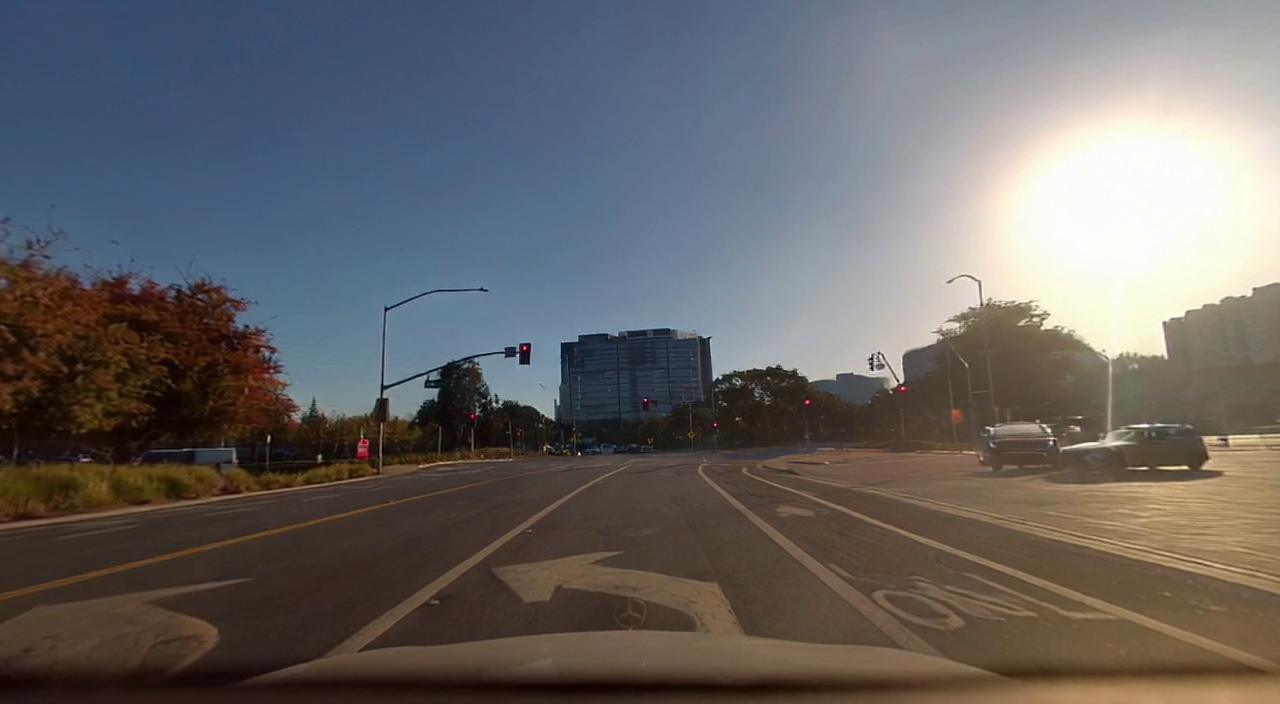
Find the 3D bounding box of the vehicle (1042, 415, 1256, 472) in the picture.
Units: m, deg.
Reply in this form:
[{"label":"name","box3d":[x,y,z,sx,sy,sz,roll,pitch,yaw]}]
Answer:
[{"label":"vehicle","box3d":[13.766,2.506,17.249,4.167,1.476,1.871,0,-8,0]}]
